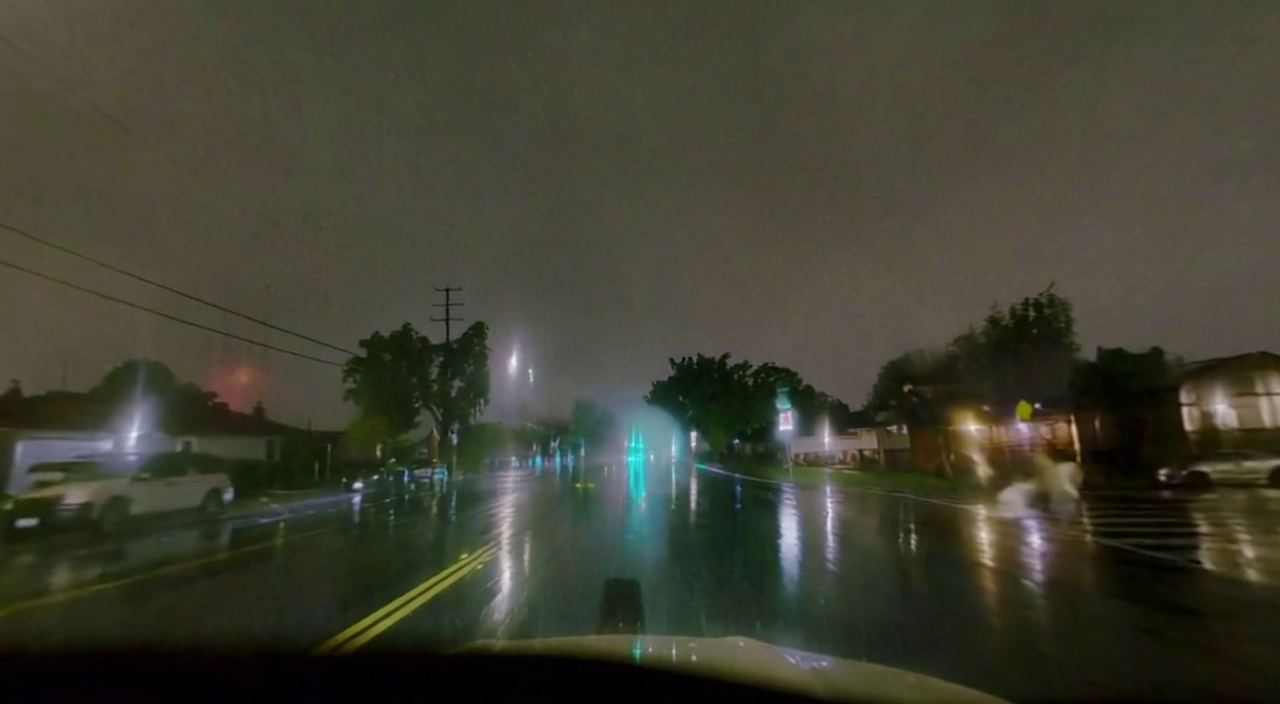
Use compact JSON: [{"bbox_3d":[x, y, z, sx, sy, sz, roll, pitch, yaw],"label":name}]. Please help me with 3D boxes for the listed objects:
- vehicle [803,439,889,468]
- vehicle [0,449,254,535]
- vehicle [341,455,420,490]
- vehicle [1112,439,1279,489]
[{"bbox_3d":[12.952,6.375,39.851,4.696,1.732,1.968,0,-9,0],"label":"vehicle"},{"bbox_3d":[-12.537,3.372,16.038,2.128,1.768,5.306,0,-9,0],"label":"vehicle"},{"bbox_3d":[-12.655,5.878,31.156,1.926,1.533,4.557,0,-9,1],"label":"vehicle"},{"bbox_3d":[18.146,3.538,20.152,4.625,1.480,1.971,0,-9,-3],"label":"vehicle"}]
